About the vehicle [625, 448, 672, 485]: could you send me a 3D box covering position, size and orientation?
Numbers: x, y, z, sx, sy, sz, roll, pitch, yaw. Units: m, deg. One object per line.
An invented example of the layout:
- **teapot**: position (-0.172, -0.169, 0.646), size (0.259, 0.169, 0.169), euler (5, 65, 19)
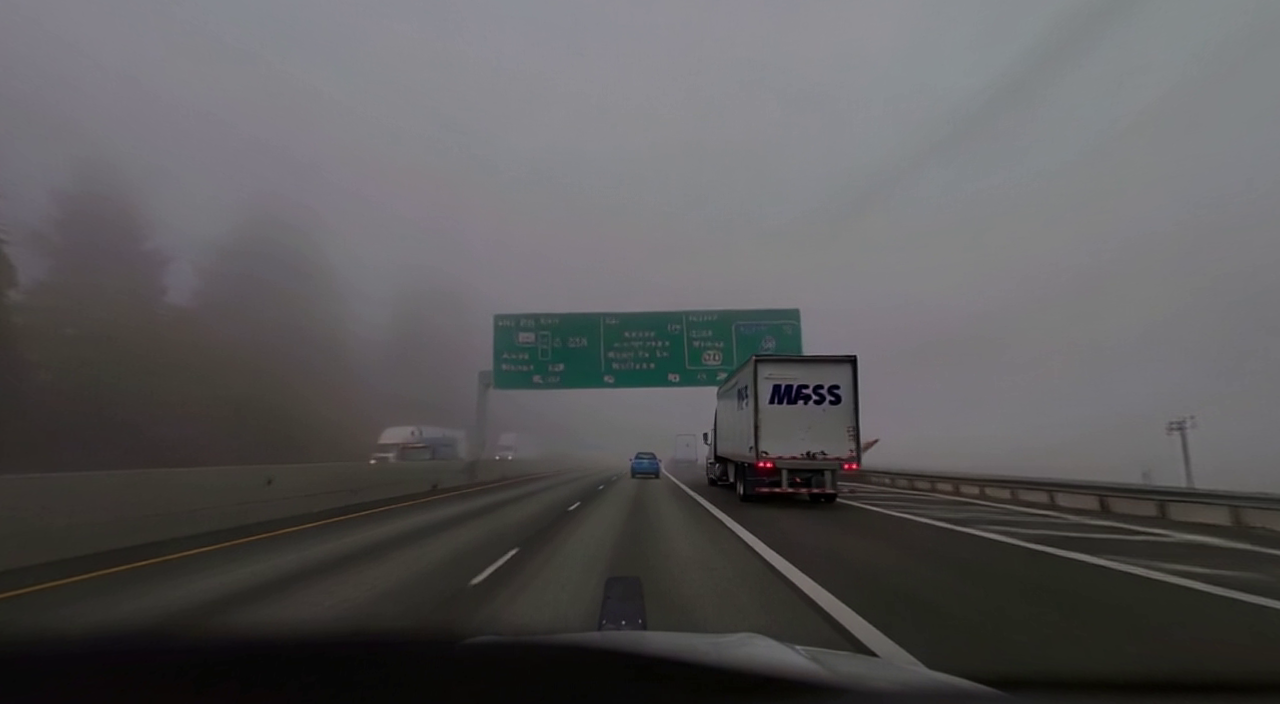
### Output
- **vehicle**: position (0.433, 5.518, 30.661), size (2.121, 1.642, 3.828), euler (0, -9, 1)

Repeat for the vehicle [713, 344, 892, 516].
- **vehicle**: position (4.691, 2.926, 22.184), size (3.002, 4.104, 14.174), euler (0, -9, 2)

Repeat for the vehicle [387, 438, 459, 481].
- **vehicle**: position (-13.384, 6.673, 39.400), size (2.348, 2.494, 5.681), euler (0, -9, 1)
